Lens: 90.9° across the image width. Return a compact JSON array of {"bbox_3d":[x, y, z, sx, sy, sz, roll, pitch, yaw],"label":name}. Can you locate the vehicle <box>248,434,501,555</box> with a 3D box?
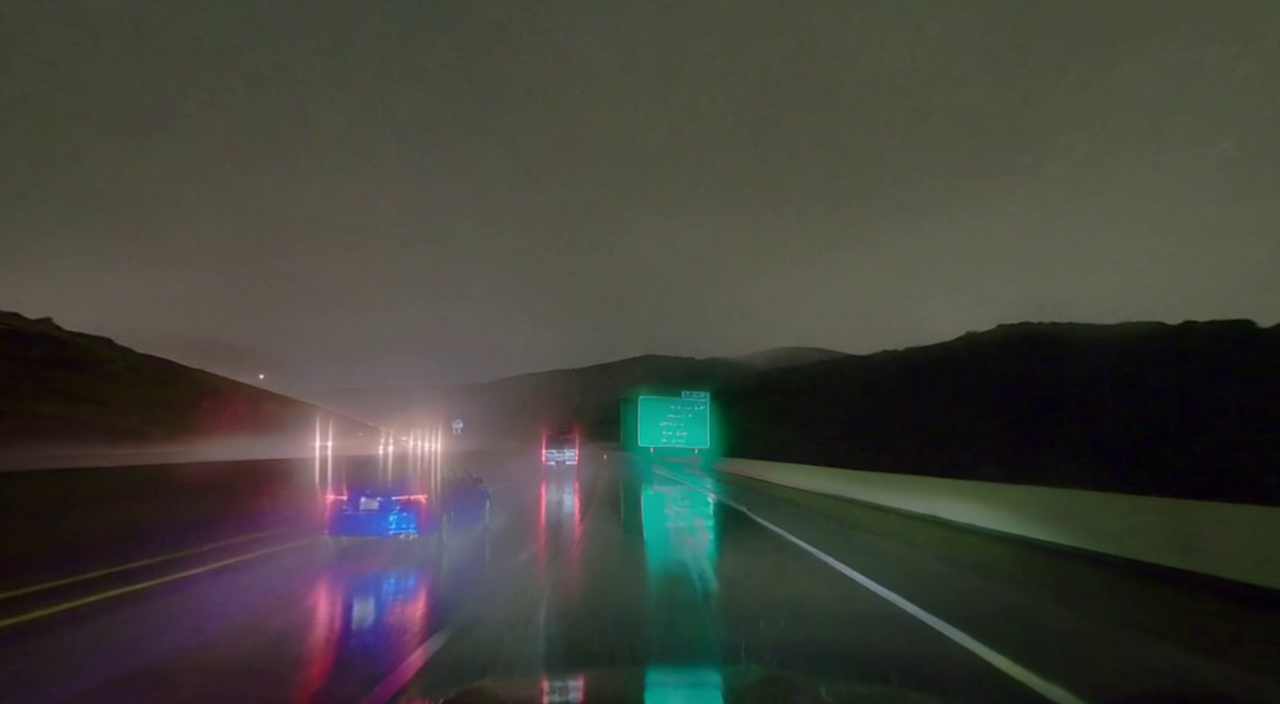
[{"bbox_3d":[-3.887,2.154,10.354,2.097,1.511,4.585,0,-8,1],"label":"vehicle"}]

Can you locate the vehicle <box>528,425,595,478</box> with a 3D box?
[{"bbox_3d":[-3.471,4.604,29.283,2.444,2.204,5.568,0,-9,-1],"label":"vehicle"}]
